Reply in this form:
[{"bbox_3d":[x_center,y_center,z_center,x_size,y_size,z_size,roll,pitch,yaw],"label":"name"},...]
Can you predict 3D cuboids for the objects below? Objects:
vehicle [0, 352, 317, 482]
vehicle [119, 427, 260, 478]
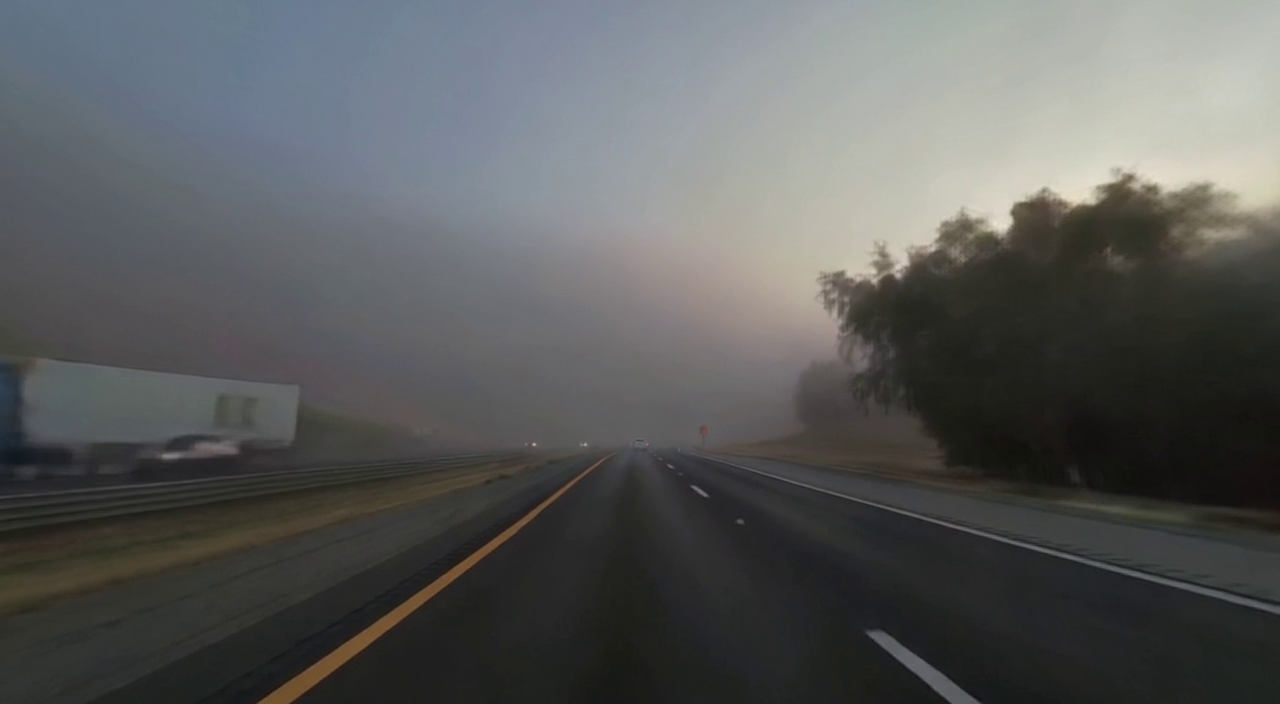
[{"bbox_3d":[-21.477,3.461,30.122,3.186,4.432,17.210,0,-9,0],"label":"vehicle"},{"bbox_3d":[-17.665,3.973,25.123,2.252,1.812,4.496,0,-8,0],"label":"vehicle"}]
